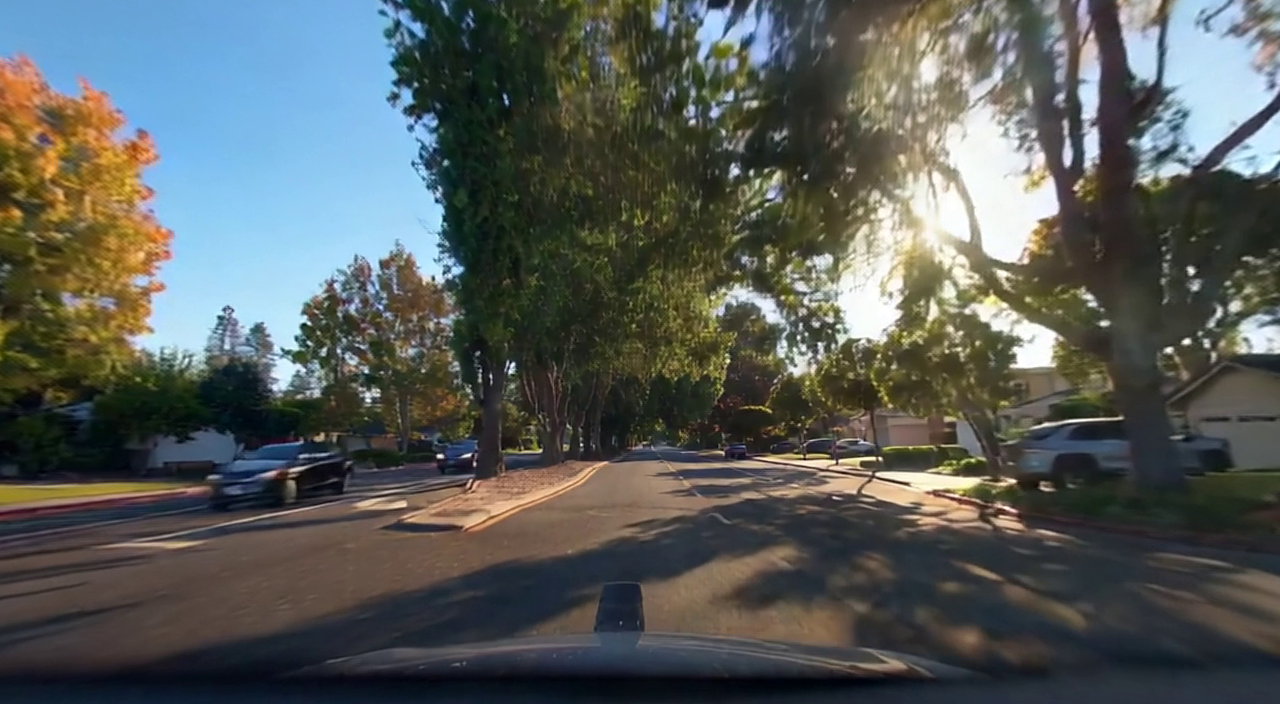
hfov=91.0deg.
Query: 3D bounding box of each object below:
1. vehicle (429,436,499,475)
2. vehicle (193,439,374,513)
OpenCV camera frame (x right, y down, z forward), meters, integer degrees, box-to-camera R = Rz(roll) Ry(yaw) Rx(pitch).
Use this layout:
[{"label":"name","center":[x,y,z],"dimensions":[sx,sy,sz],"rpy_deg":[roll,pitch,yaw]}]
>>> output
[{"label":"vehicle","center":[-8.352,4.918,30.293],"dimensions":[2.118,1.733,4.372],"rpy_deg":[0,-8,0]},{"label":"vehicle","center":[-8.329,2.876,15.240],"dimensions":[1.891,1.522,4.184],"rpy_deg":[0,-8,0]}]
